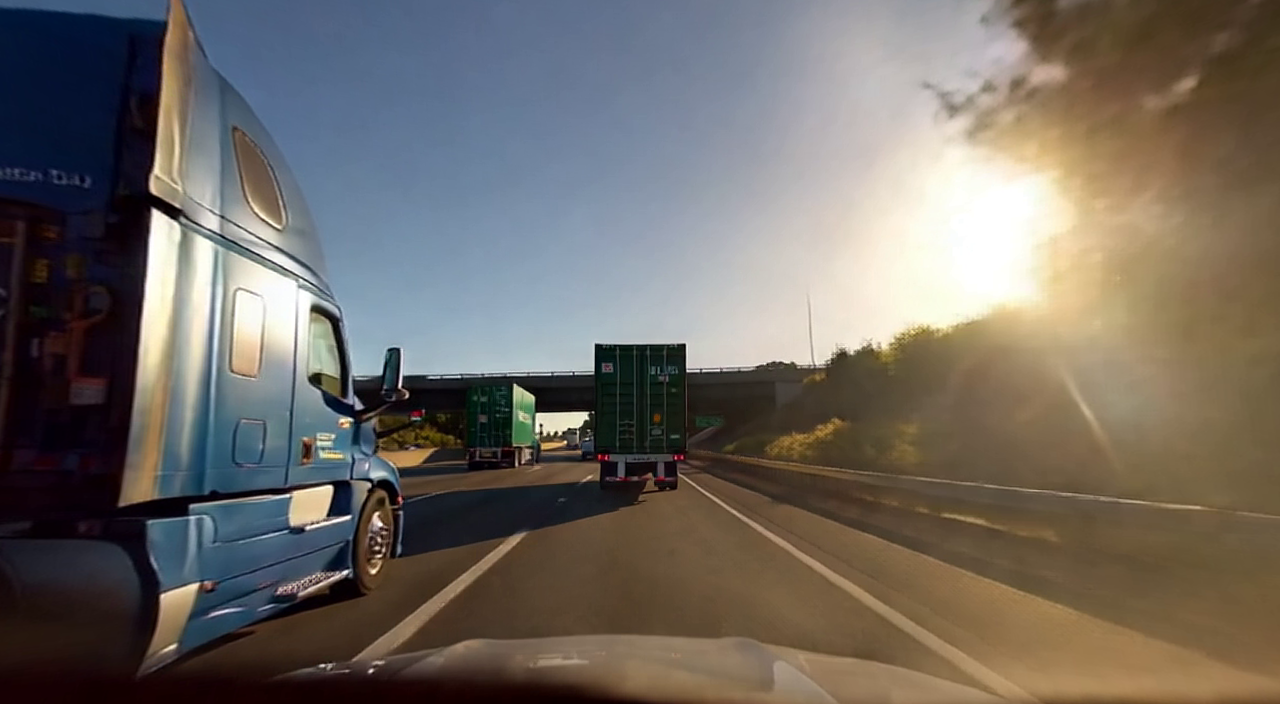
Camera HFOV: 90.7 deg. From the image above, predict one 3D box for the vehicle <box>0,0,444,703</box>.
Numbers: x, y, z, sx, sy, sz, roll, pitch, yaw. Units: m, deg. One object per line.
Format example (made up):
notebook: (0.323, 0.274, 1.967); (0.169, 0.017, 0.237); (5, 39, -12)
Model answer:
vehicle: (-3.484, -0.200, 2.454); (3.187, 3.949, 6.963); (0, -9, 0)

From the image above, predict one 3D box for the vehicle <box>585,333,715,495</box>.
vehicle: (0.122, 2.133, 20.280); (3.357, 4.212, 7.519); (0, -9, -2)

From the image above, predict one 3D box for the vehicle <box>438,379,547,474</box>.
vehicle: (-7.336, 4.147, 33.694); (3.023, 4.139, 11.860); (0, -9, -1)
